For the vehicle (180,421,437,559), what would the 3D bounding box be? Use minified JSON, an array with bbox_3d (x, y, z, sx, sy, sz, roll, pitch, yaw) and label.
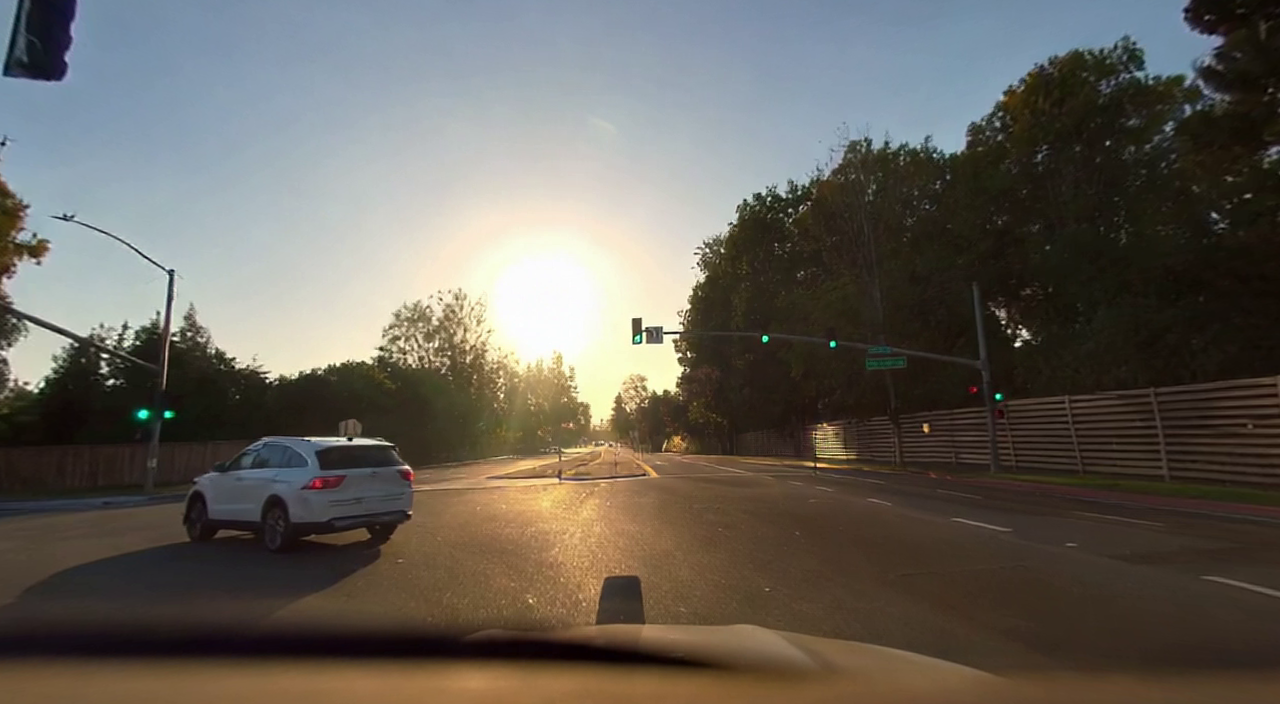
[{"bbox_3d":[-5.813,2.205,10.895,4.580,1.827,2.230,-7,-11,40],"label":"vehicle"}]
